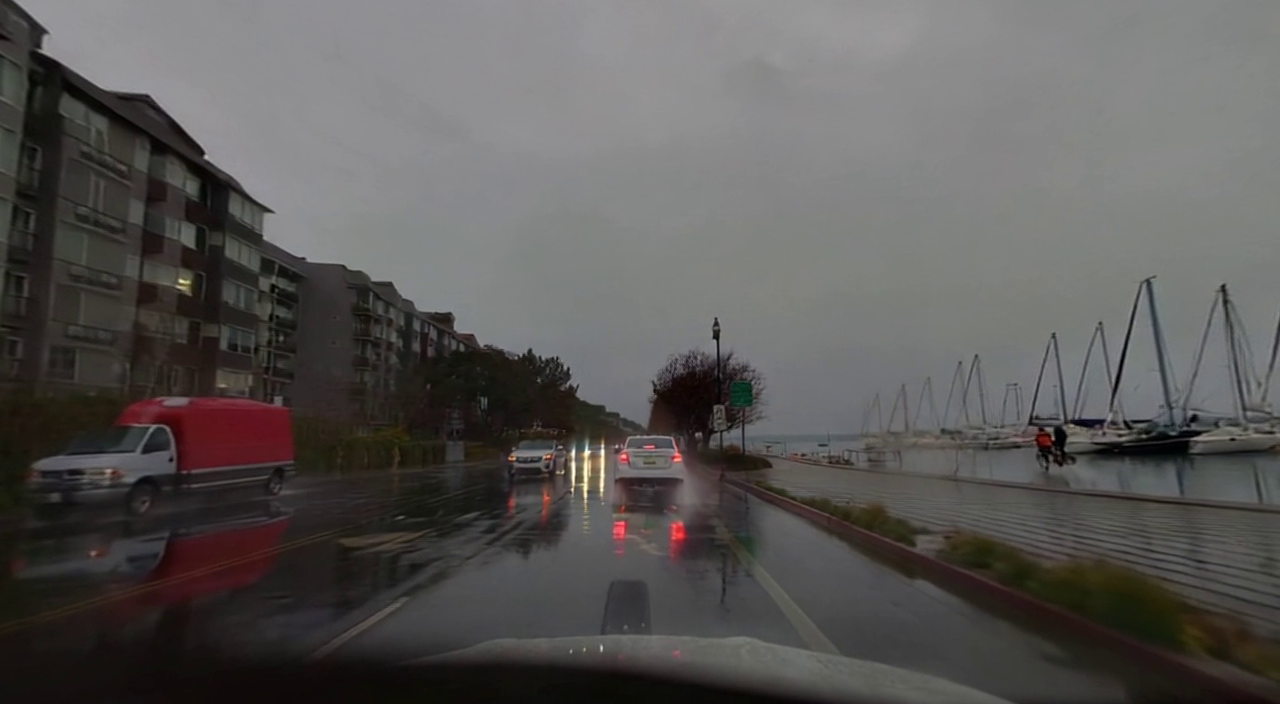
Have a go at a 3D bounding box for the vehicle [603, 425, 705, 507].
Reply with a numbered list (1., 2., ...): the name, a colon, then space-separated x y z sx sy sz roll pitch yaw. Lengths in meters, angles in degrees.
1. vehicle: 0.288 2.595 14.685 2.057 1.624 3.726 0 -9 0

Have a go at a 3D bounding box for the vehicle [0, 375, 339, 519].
1. vehicle: -13.207 2.873 19.211 2.924 3.288 9.352 -1 -9 4

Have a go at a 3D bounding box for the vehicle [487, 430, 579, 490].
1. vehicle: -3.229 3.368 19.925 2.056 1.680 4.205 -1 -9 1
